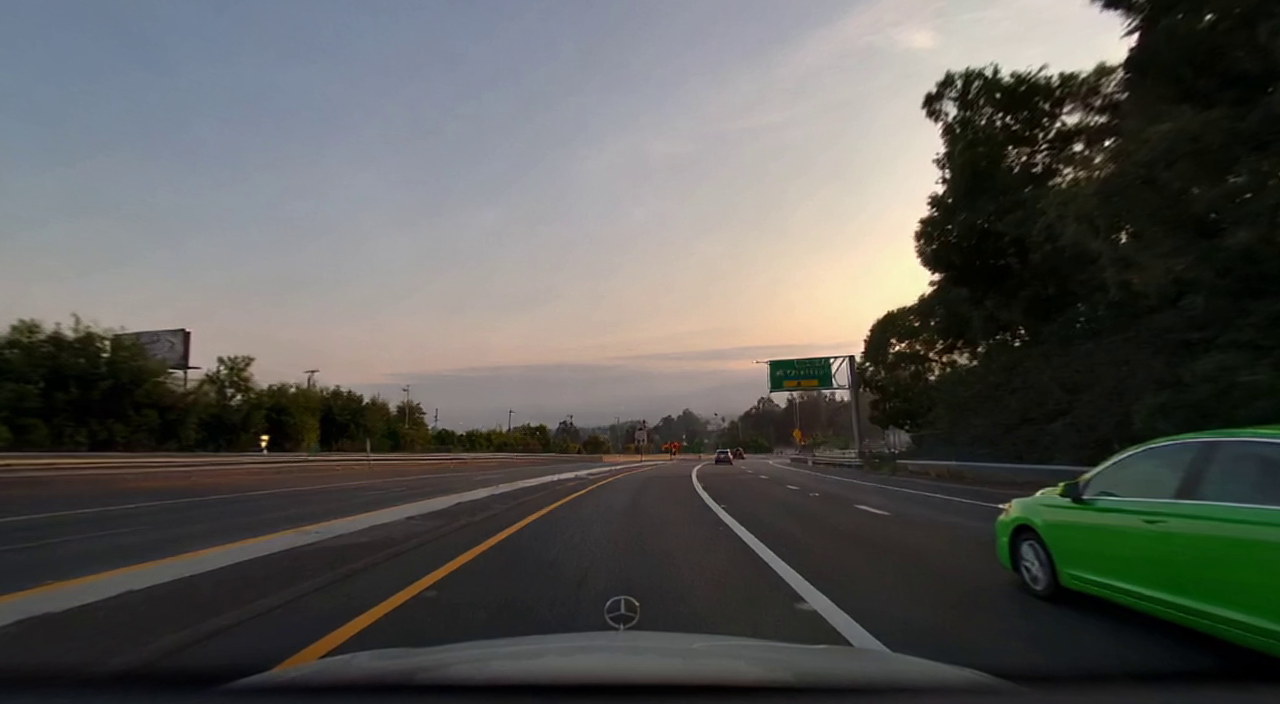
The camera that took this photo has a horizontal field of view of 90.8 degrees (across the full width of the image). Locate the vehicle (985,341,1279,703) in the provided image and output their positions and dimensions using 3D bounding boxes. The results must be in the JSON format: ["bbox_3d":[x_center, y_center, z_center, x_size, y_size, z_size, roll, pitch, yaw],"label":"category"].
[{"bbox_3d":[4.001,0.844,2.856,2.124,1.793,4.787,0,-9,0],"label":"vehicle"}]
